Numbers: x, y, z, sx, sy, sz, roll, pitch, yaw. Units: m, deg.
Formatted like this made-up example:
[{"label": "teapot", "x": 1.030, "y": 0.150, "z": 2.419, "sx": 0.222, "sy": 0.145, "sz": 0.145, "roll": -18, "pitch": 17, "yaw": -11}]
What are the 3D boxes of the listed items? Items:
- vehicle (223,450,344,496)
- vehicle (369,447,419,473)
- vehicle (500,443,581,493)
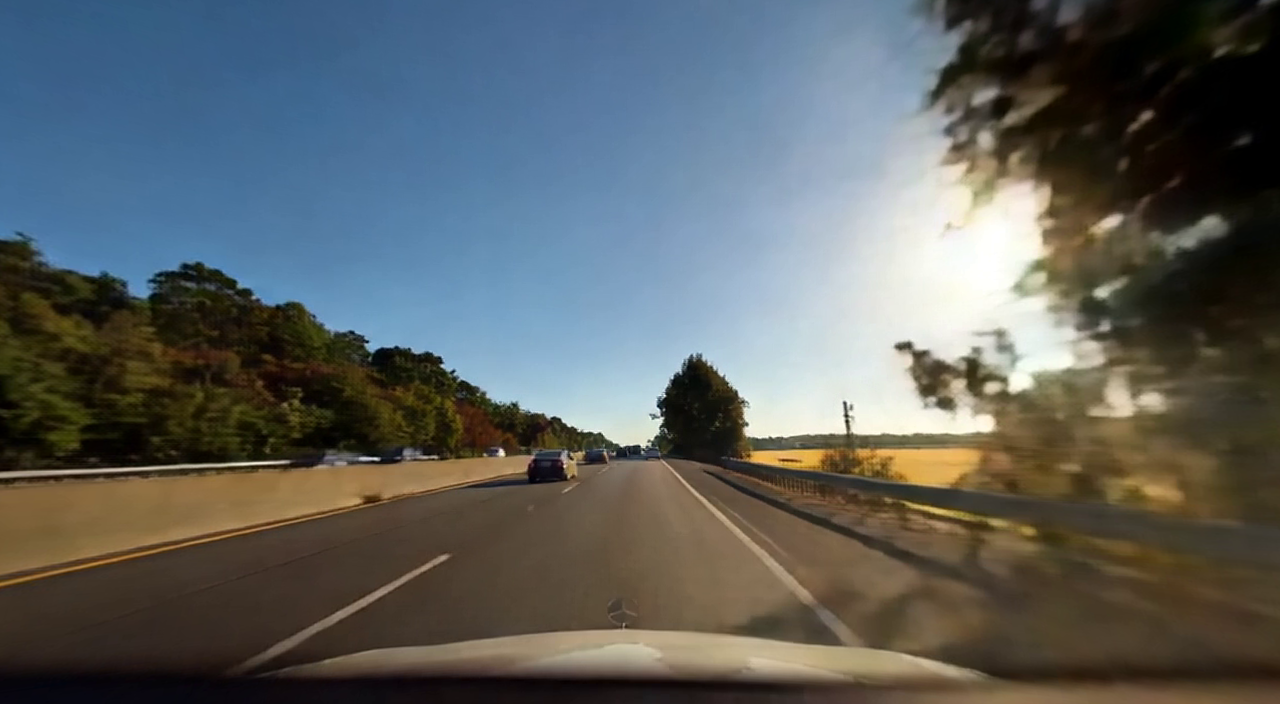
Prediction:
[{"label": "vehicle", "x": -12.632, "y": 4.291, "z": 22.717, "sx": 1.782, "sy": 1.458, "sz": 4.412, "roll": 0, "pitch": -9, "yaw": 0}, {"label": "vehicle", "x": -16.812, "y": 7.398, "z": 43.217, "sx": 1.747, "sy": 1.664, "sz": 3.882, "roll": -1, "pitch": -9, "yaw": 1}, {"label": "vehicle", "x": -3.229, "y": 3.877, "z": 21.338, "sx": 1.970, "sy": 1.483, "sz": 4.097, "roll": -1, "pitch": -9, "yaw": 1}]
